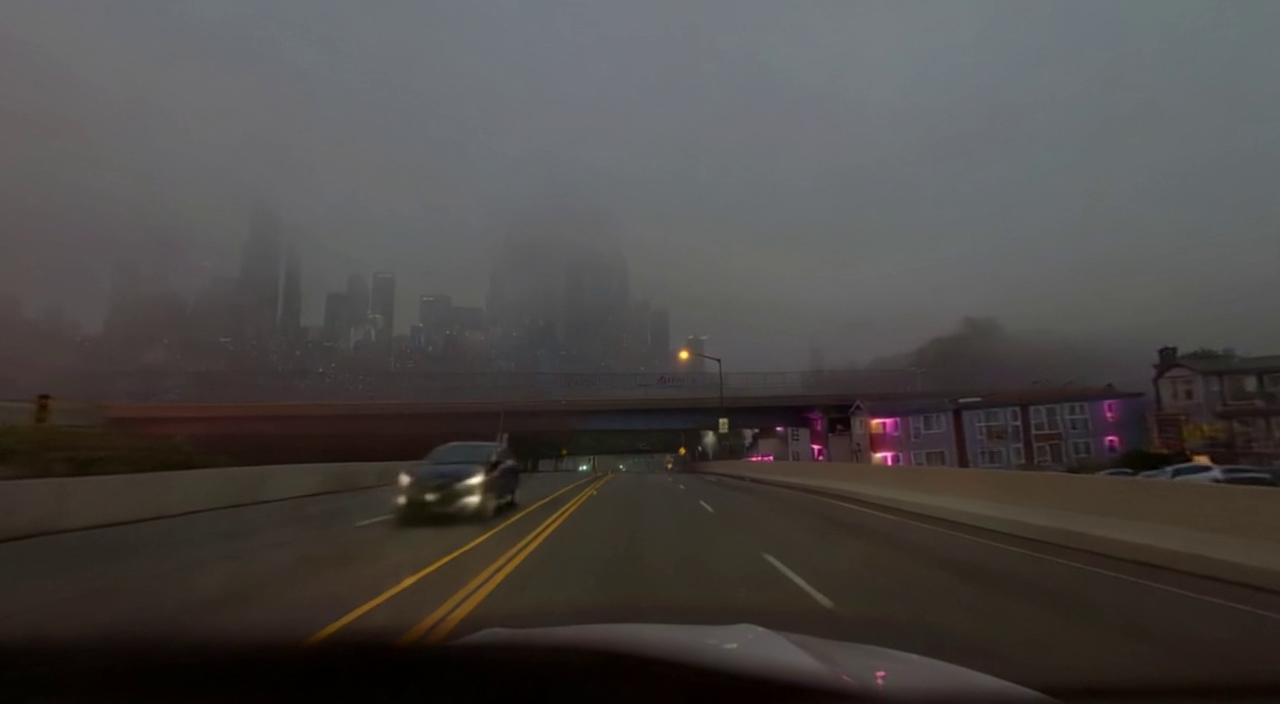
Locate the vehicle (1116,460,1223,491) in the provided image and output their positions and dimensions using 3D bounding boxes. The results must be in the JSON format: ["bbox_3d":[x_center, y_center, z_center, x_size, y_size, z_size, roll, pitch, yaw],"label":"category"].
[{"bbox_3d":[27.712,6.485,33.159,3.924,1.457,1.716,0,-15,-2],"label":"vehicle"}]

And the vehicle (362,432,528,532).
[{"bbox_3d":[-3.868,2.651,13.493,2.096,1.743,4.420,0,-9,0],"label":"vehicle"}]
